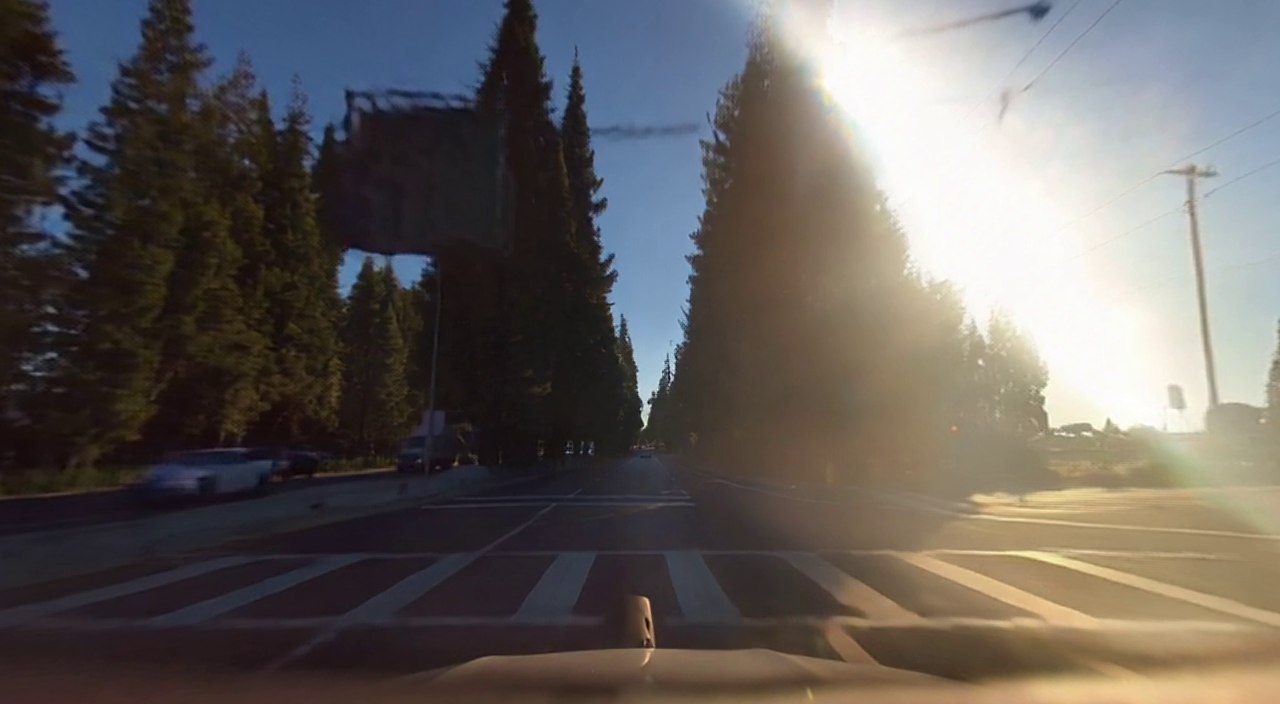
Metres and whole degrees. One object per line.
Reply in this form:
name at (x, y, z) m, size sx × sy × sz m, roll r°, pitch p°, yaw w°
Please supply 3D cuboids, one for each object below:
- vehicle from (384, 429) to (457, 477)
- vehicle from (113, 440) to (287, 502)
vehicle at (-13.218, 6.125, 38.430) m, size 2.305 × 2.620 × 5.830 m, roll 0°, pitch -8°, yaw 0°
vehicle at (-13.573, 3.670, 19.904) m, size 2.035 × 1.693 × 4.625 m, roll 0°, pitch -8°, yaw 1°
